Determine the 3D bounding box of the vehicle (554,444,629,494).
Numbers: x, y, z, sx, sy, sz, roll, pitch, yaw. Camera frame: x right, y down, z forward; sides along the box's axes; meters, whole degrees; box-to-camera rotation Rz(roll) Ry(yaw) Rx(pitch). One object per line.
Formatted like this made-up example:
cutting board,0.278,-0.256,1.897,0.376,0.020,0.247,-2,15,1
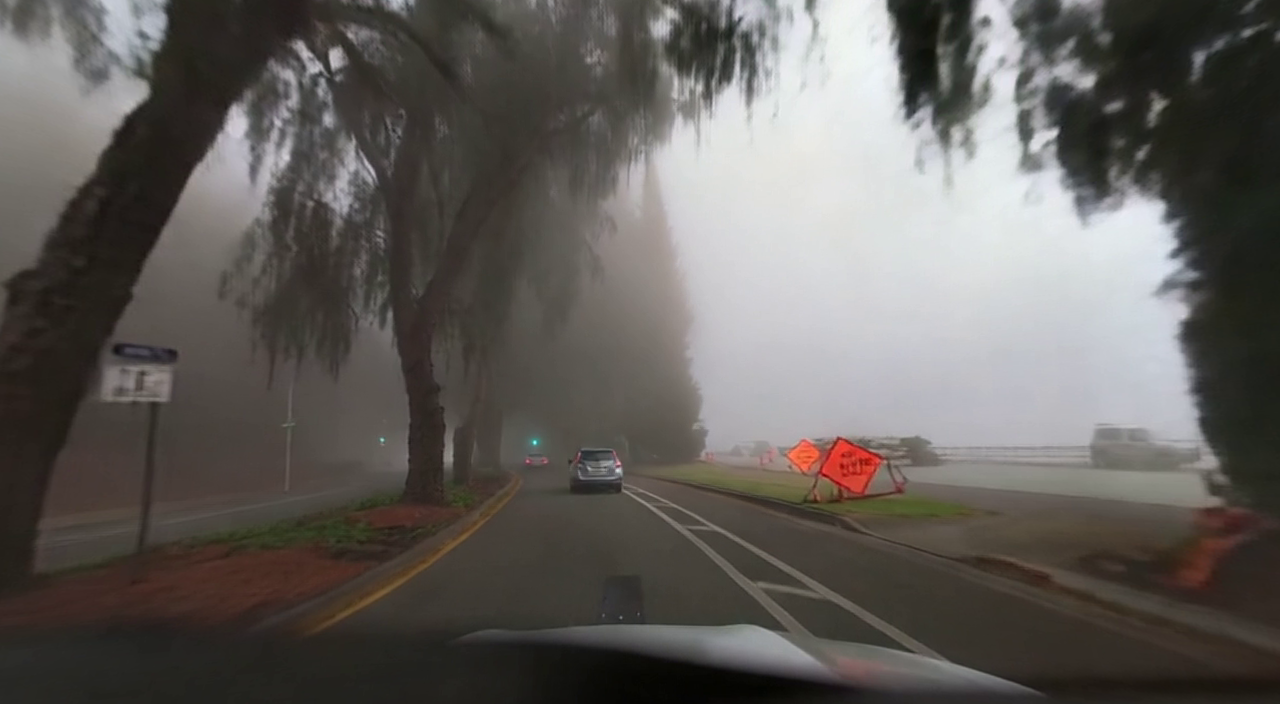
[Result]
vehicle,-1.803,3.965,21.882,2.266,1.508,4.430,1,-9,-9
